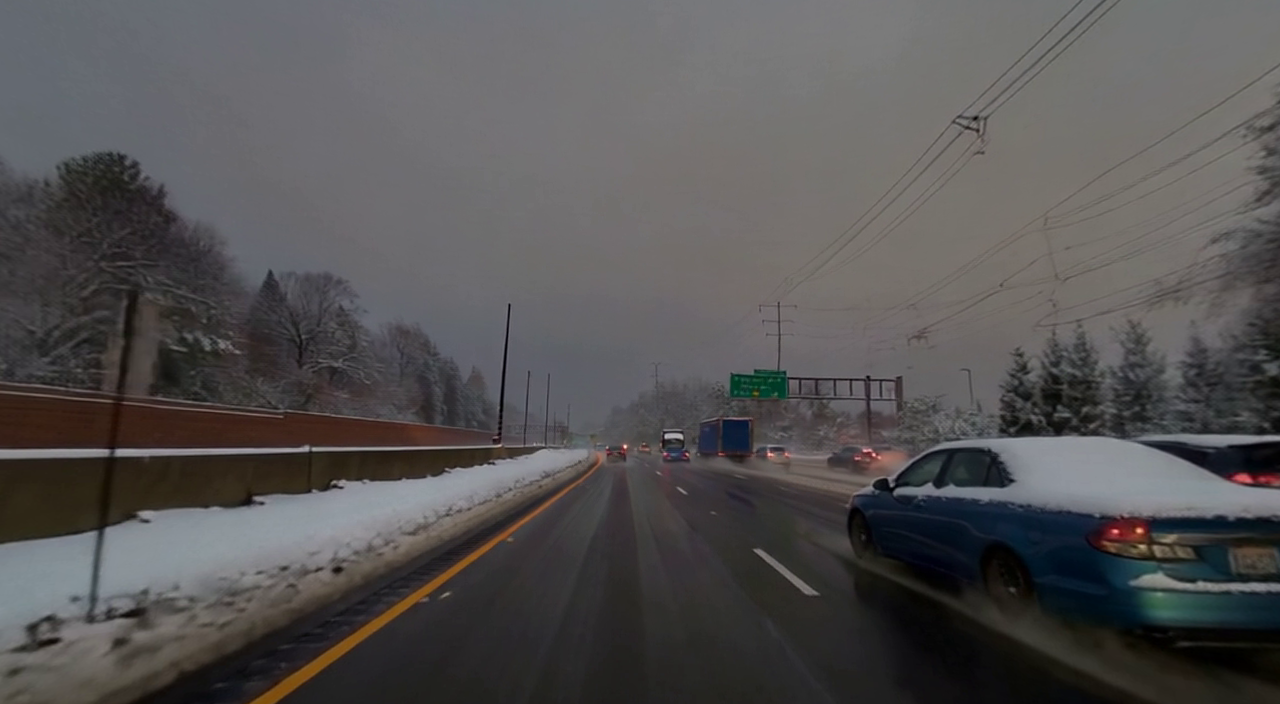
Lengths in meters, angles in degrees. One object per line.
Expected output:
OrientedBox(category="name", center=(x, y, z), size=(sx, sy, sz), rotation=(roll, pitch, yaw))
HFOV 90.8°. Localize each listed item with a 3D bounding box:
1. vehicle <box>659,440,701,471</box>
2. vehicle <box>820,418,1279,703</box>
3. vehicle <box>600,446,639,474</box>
OrientedBox(category="vehicle", center=(2.494, 6.589, 40.489), size=(2.114, 1.849, 4.692), rotation=(0, -9, -3))
OrientedBox(category="vehicle", center=(3.052, 1.346, 4.925), size=(1.922, 1.465, 4.165), rotation=(0, -9, -2))
OrientedBox(category="vehicle", center=(-1.207, 6.152, 36.314), size=(2.083, 1.477, 3.965), rotation=(0, -9, -3))
